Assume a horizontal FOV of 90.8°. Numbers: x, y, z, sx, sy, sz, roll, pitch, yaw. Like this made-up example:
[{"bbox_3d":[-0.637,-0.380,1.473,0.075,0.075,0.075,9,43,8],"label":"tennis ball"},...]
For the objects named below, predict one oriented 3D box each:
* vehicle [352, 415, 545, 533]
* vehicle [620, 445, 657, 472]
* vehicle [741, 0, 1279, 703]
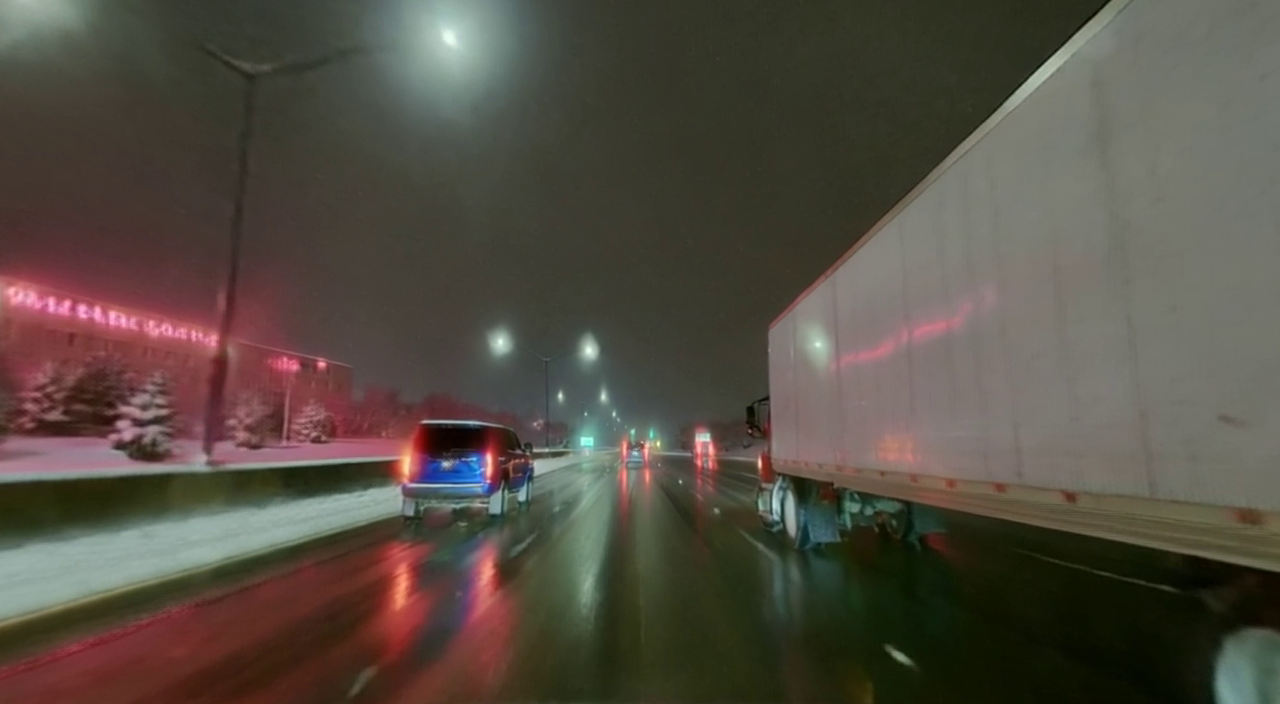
[{"bbox_3d":[-3.308,2.237,12.172,2.229,1.806,4.698,0,-9,0],"label":"vehicle"},{"bbox_3d":[-0.097,5.831,34.804,1.929,1.395,3.999,0,-8,0],"label":"vehicle"},{"bbox_3d":[3.353,0.502,5.549,2.934,3.325,10.986,0,-9,-1],"label":"vehicle"}]
